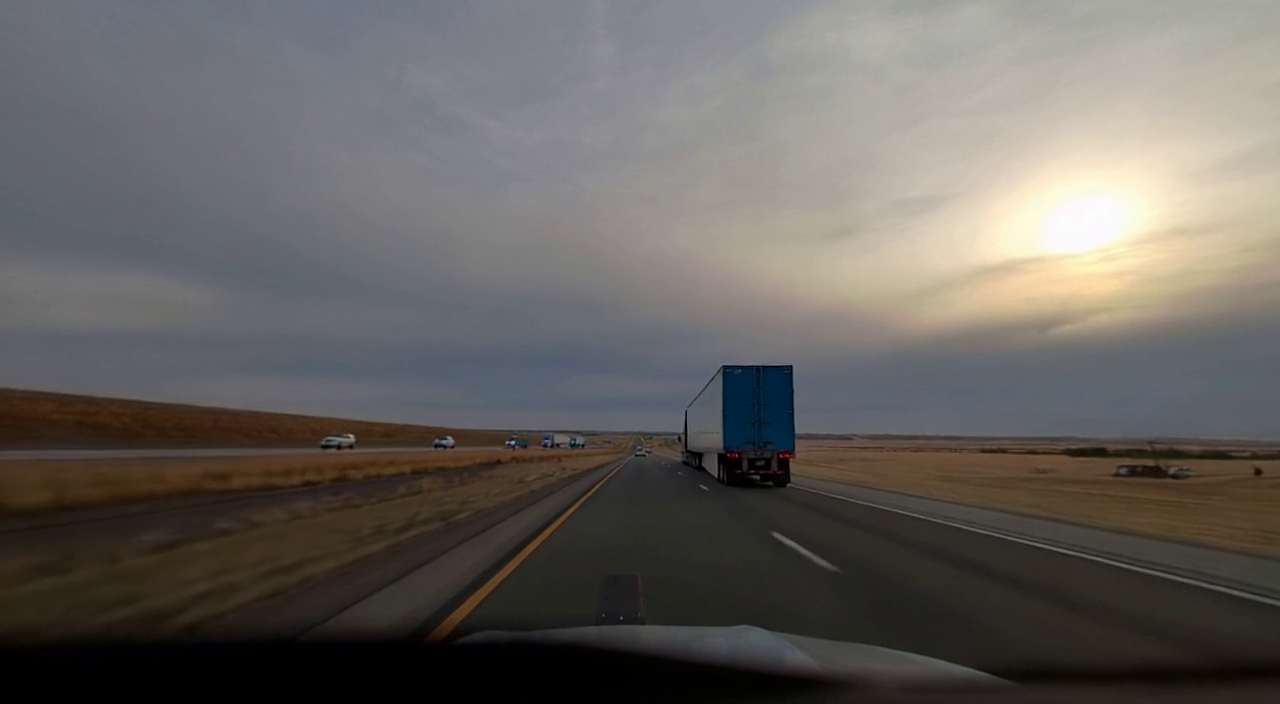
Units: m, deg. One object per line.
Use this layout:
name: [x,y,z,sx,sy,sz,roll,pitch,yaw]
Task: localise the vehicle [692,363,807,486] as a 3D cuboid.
vehicle: [4.240,3.446,27.955,2.818,4.206,12.987,0,-9,0]
